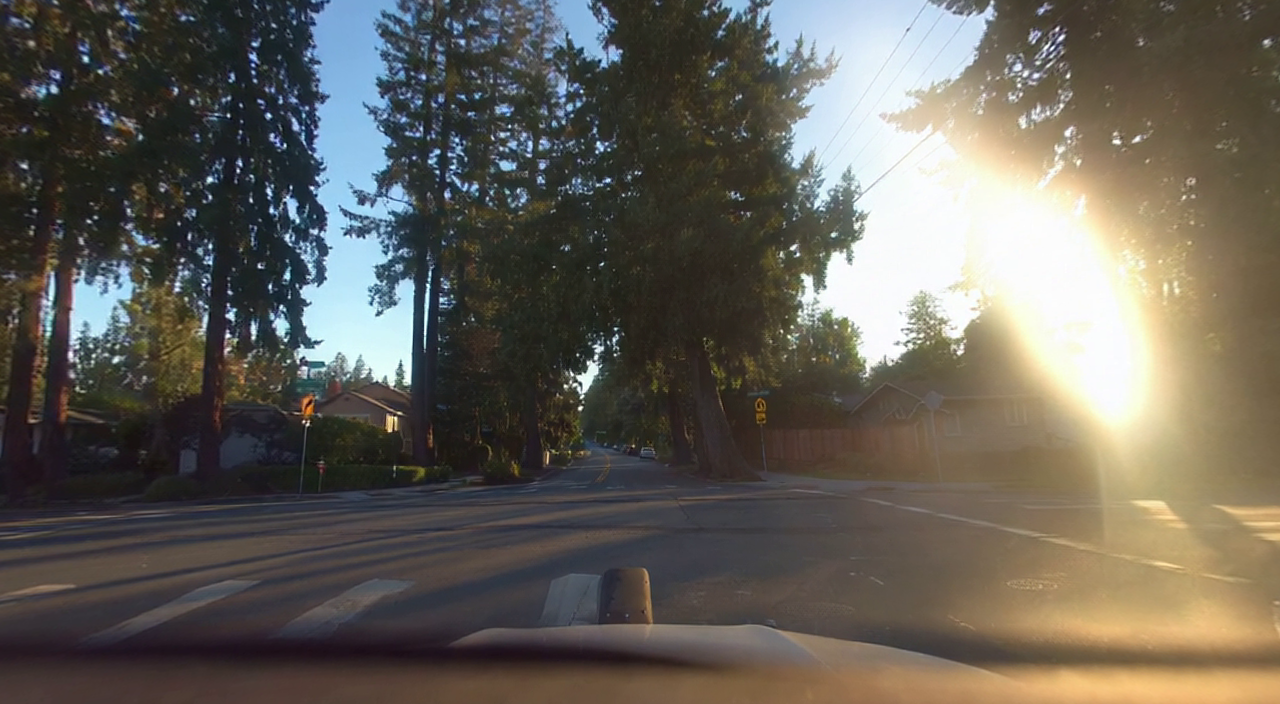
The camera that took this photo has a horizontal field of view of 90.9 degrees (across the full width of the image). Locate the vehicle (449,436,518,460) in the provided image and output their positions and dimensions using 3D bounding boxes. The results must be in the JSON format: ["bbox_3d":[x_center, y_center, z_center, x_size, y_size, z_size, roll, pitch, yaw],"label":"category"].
[{"bbox_3d":[-11.683,7.197,47.244,4.622,1.782,1.836,0,-8,1],"label":"vehicle"}]
